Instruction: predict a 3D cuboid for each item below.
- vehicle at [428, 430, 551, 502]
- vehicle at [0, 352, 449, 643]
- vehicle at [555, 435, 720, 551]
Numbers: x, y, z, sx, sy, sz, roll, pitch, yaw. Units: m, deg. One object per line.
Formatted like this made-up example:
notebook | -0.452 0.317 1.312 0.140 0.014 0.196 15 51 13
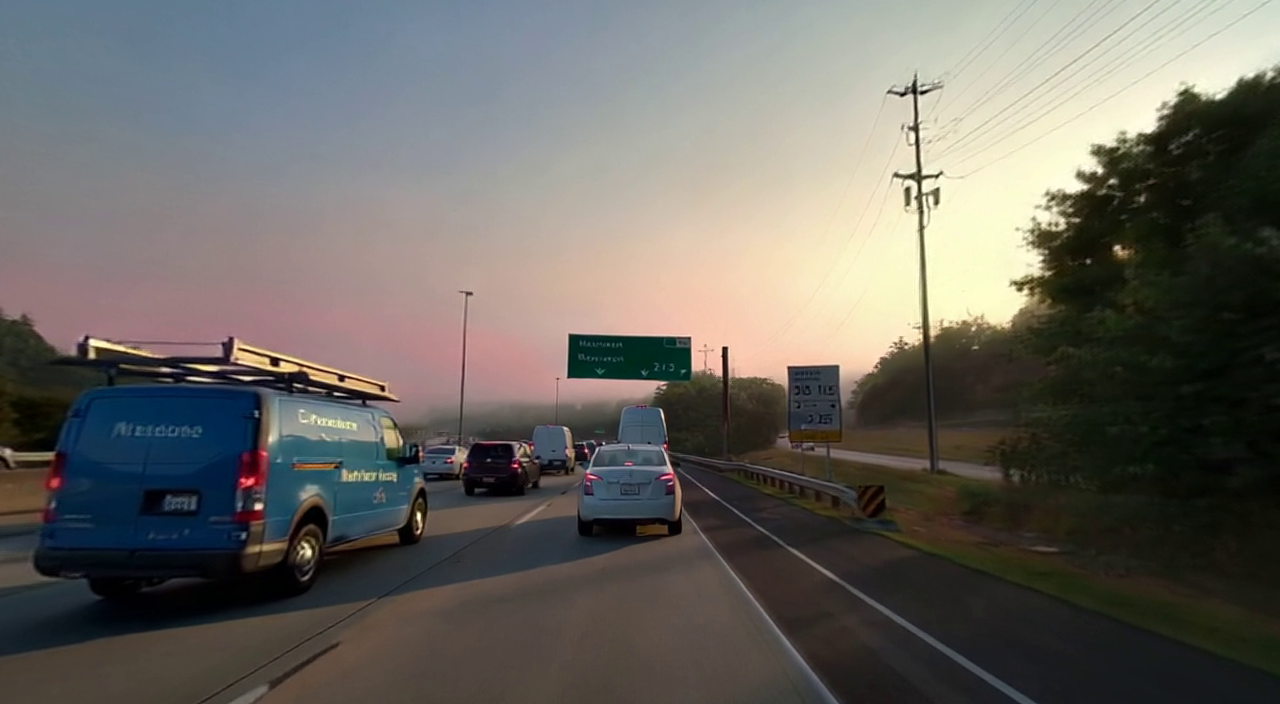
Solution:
vehicle | -3.846 3.003 16.977 2.114 1.657 4.432 0 -8 2
vehicle | -3.857 1.306 6.596 2.142 1.952 4.556 0 -8 1
vehicle | -0.050 2.071 9.951 2.054 1.421 4.090 0 -8 -1
